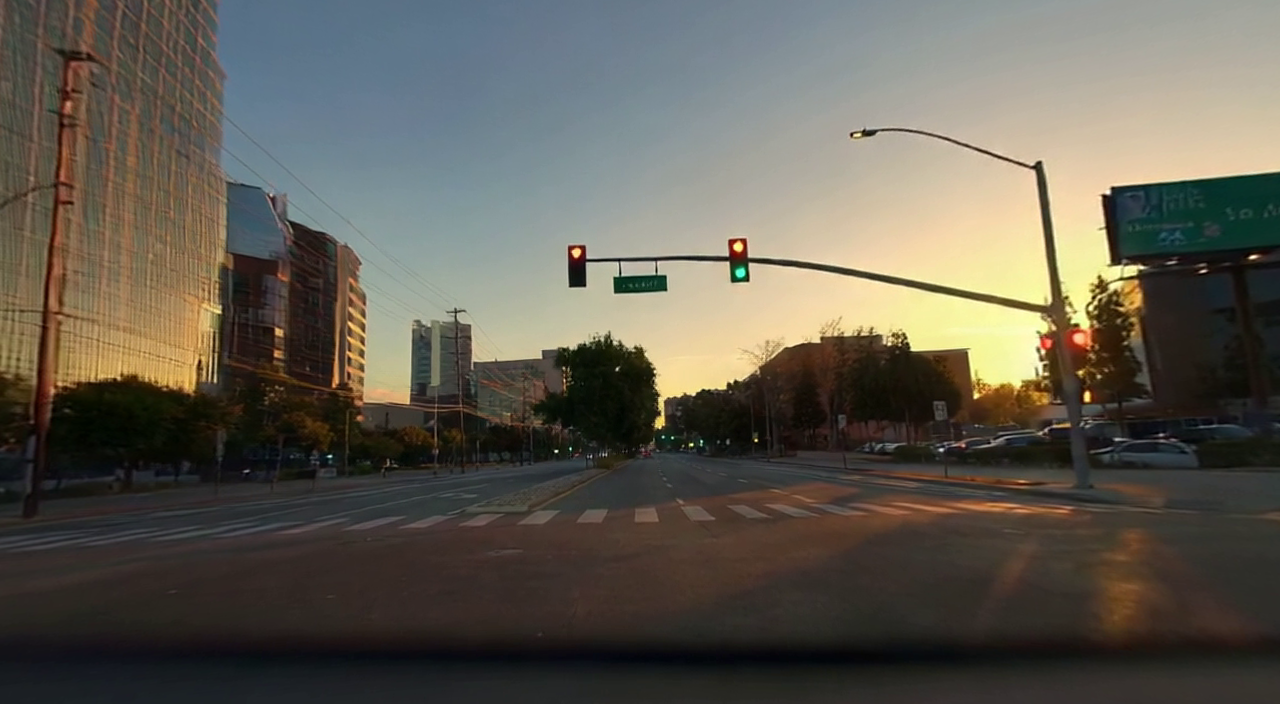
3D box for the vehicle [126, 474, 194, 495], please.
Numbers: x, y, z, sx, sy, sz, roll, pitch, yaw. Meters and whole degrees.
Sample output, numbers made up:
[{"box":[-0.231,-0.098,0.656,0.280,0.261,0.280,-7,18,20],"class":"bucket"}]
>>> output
[{"box":[-37.419,10.319,49.249,1.736,1.399,4.271,-1,-9,4],"class":"vehicle"}]
